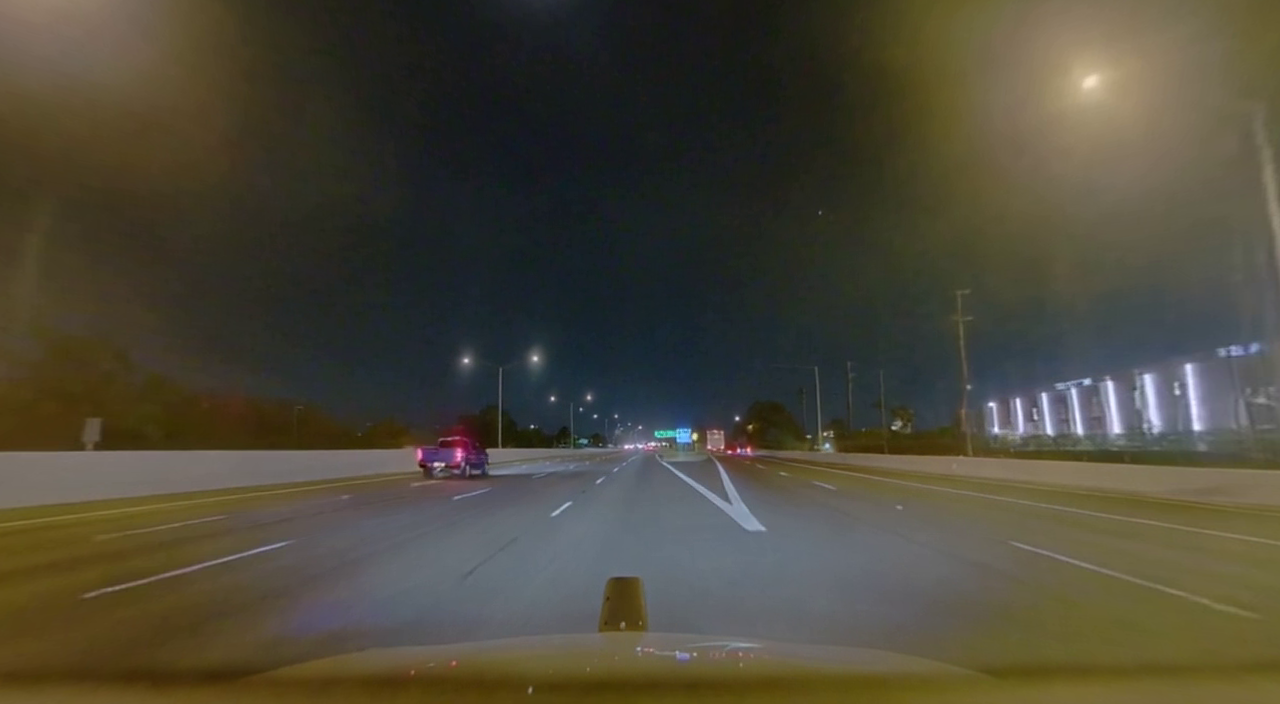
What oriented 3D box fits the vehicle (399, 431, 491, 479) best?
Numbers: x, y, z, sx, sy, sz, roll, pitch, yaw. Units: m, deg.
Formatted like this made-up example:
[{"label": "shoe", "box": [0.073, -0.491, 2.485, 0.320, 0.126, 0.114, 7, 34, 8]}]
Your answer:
[{"label": "vehicle", "box": [-9.839, 5.259, 32.401, 2.667, 2.213, 6.081, 0, -8, 1]}]
